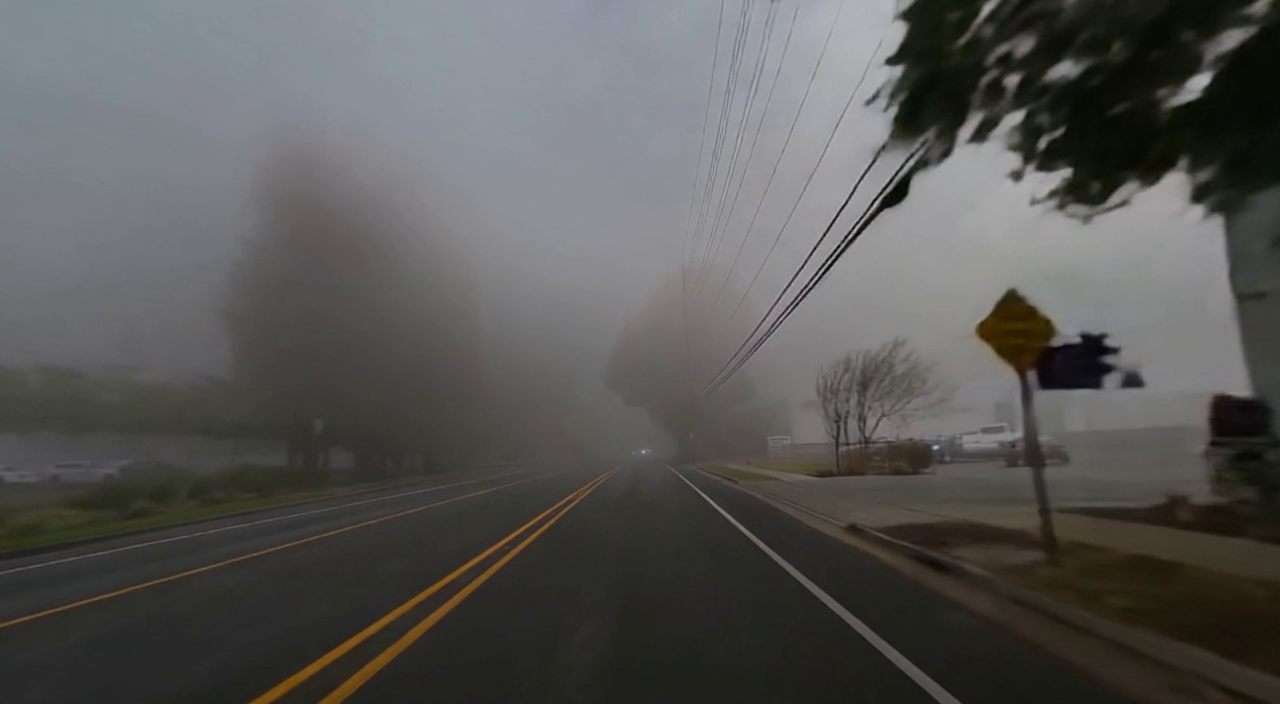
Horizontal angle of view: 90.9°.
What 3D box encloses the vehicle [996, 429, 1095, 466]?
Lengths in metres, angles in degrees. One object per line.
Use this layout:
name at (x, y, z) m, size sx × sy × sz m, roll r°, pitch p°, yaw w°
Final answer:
vehicle at (18.618, 4.421, 29.164) m, size 1.875 × 1.440 × 3.925 m, roll -4°, pitch -8°, yaw 0°
